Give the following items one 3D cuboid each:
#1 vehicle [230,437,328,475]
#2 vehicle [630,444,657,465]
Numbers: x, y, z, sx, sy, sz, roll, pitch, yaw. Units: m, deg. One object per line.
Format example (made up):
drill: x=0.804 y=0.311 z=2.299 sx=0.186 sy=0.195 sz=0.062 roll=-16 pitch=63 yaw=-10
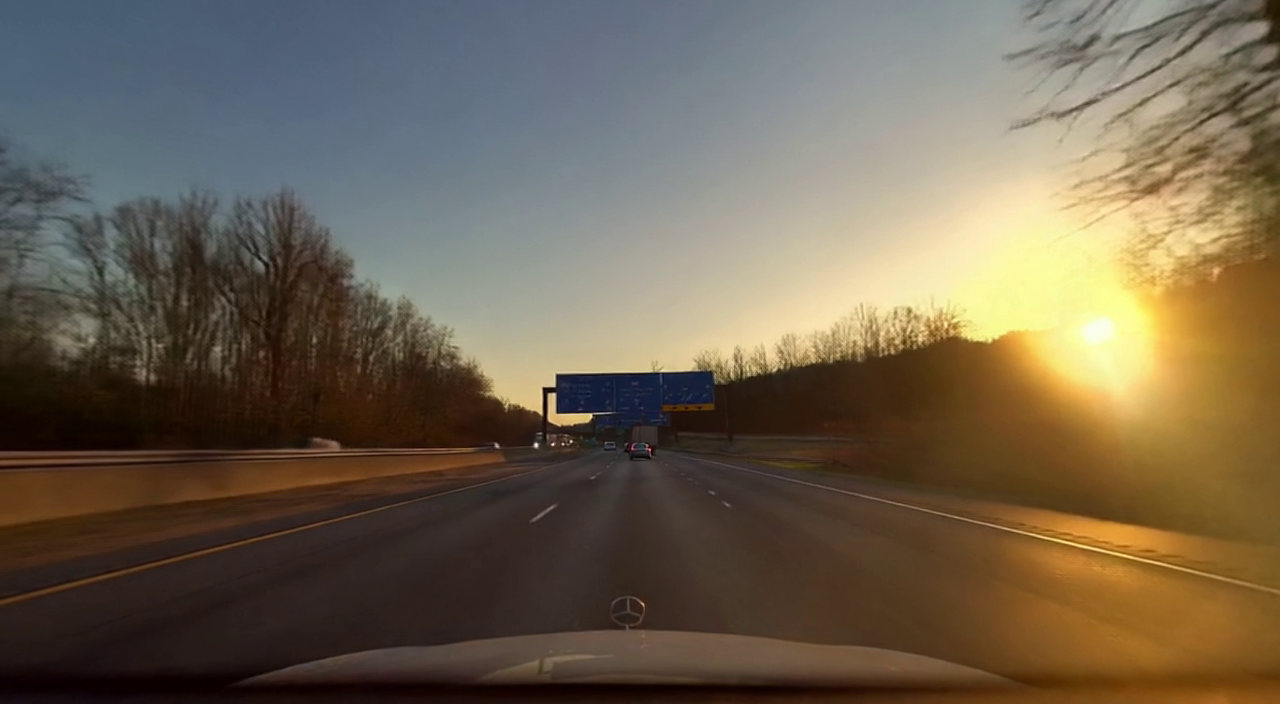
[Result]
vehicle: x=-16.896 y=4.886 z=29.667 sx=1.951 sy=1.640 sz=4.508 roll=0 pitch=-9 yaw=0
vehicle: x=0.253 y=7.412 z=45.613 sx=1.859 sy=1.478 sz=3.799 roll=0 pitch=-9 yaw=0
